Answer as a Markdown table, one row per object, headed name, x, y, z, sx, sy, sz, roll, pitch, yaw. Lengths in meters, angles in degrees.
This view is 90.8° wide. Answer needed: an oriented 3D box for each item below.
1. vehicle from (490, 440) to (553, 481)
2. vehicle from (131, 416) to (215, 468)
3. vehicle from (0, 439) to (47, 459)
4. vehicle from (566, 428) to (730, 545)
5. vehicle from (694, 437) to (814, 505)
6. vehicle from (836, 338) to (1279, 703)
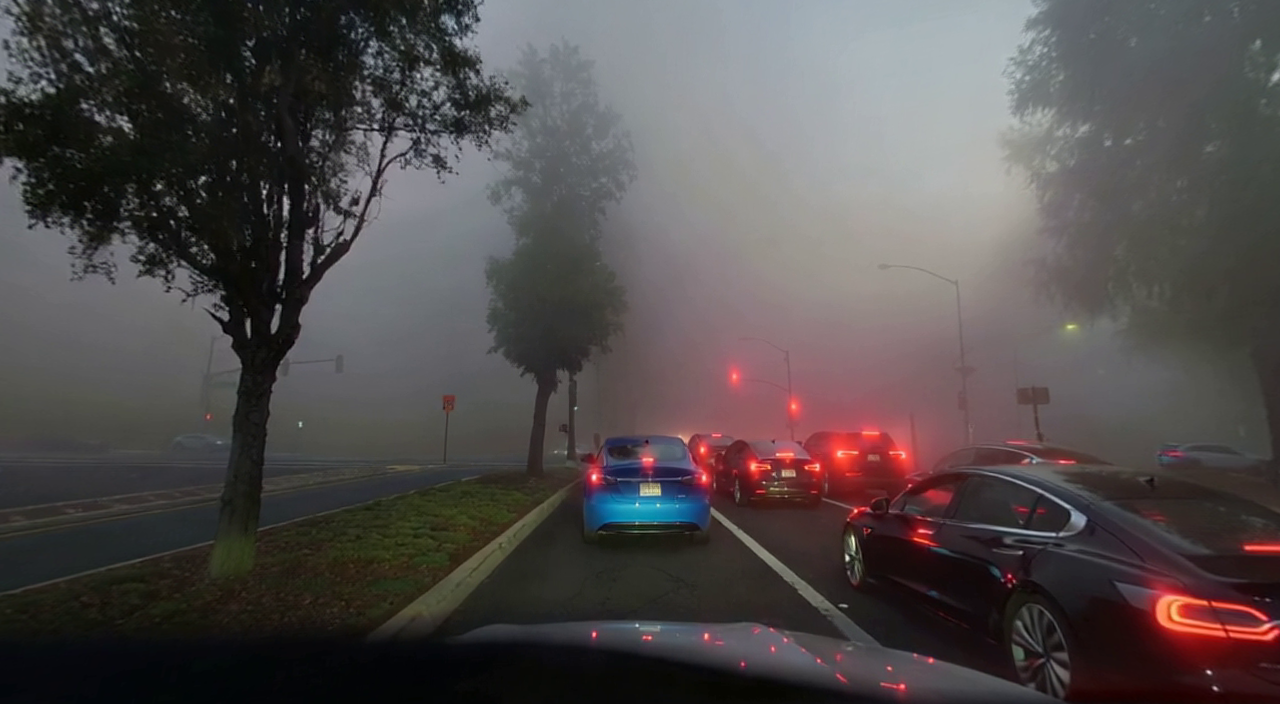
| name | x | y | z | sx | sy | sz | roll | pitch | yaw |
| --- | --- | --- | --- | --- | --- | --- | --- | --- | --- |
| vehicle | -4.627 | 4.286 | 25.250 | 1.972 | 1.457 | 4.171 | 0 | -8 | -4 |
| vehicle | -29.271 | 5.640 | 39.701 | 2.608 | 2.990 | 3.026 | 2 | -8 | 2 |
| vehicle | -48.295 | 7.360 | 47.975 | 4.418 | 1.415 | 1.941 | 0 | -8 | -1 |
| vehicle | 0.027 | 2.081 | 10.467 | 2.147 | 1.499 | 4.240 | 0 | -8 | -2 |
| vehicle | 2.694 | 2.929 | 16.034 | 2.058 | 1.466 | 4.208 | 0 | -8 | -3 |
| vehicle | 3.186 | 1.106 | 4.302 | 2.167 | 1.676 | 4.443 | 0 | -8 | -1 |
